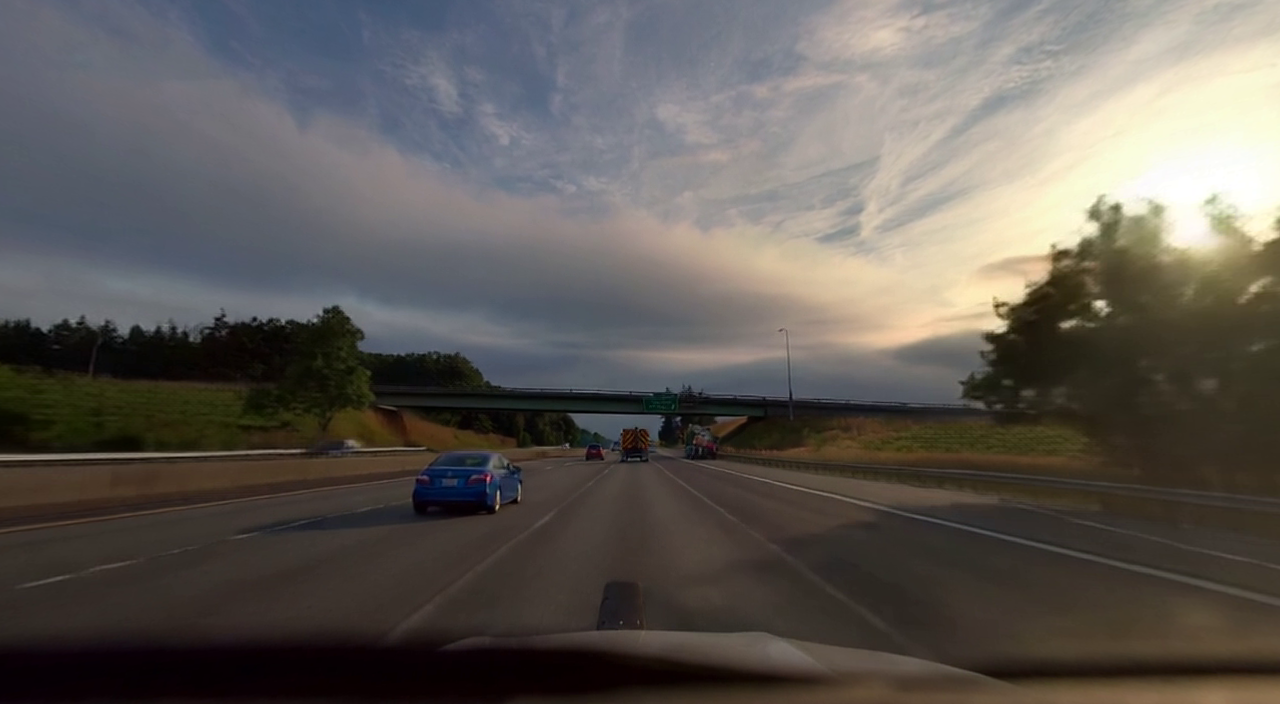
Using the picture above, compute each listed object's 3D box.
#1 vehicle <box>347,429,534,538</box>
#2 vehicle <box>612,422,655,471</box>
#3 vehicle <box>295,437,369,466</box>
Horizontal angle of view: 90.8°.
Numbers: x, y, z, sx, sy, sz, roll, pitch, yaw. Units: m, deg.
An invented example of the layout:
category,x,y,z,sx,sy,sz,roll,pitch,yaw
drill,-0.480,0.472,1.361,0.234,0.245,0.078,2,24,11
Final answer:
category,x,y,z,sx,sy,sz,roll,pitch,yaw
vehicle,-3.409,2.332,11.804,2.088,1.643,4.215,0,-8,0
vehicle,-0.467,6.453,43.259,2.672,3.056,6.900,0,-8,-1
vehicle,-16.560,5.361,34.181,1.737,1.456,4.422,0,-8,1
